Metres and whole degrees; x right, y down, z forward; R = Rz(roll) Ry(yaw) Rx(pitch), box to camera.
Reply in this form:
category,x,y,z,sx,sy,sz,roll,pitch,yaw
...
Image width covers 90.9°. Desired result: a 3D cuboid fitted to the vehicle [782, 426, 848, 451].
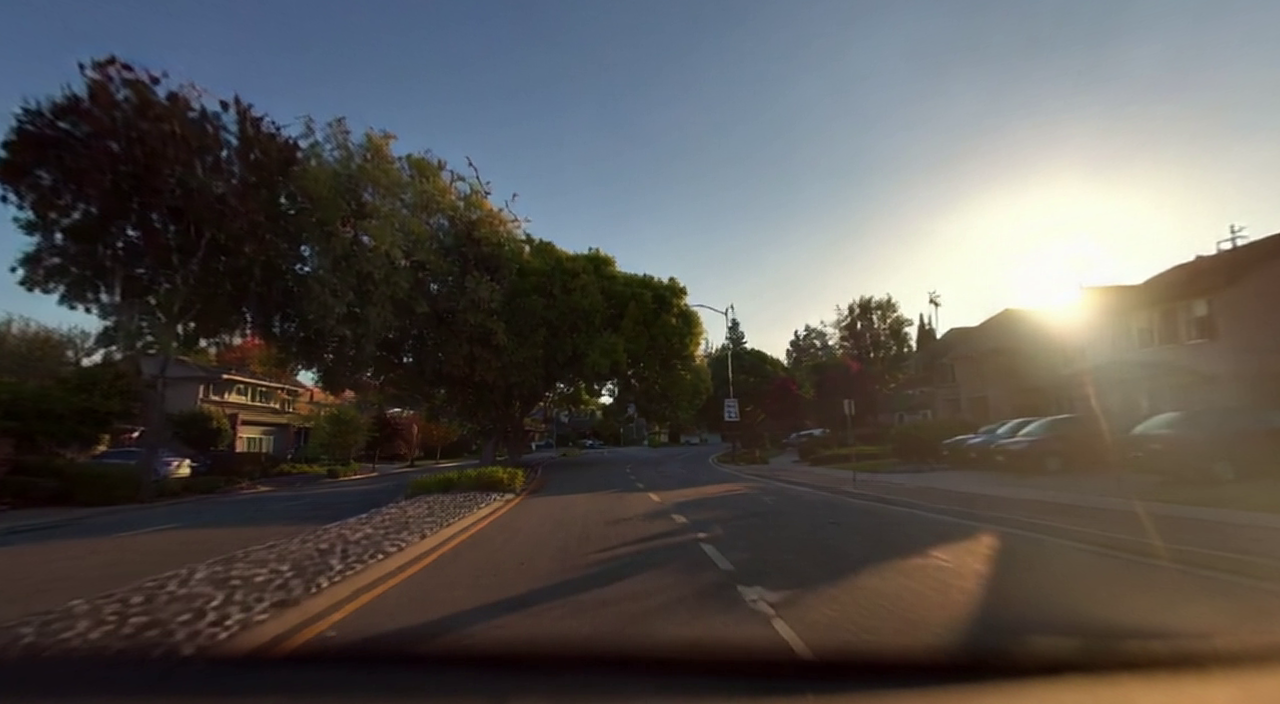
category,x,y,z,sx,sy,sz,roll,pitch,yaw
vehicle,13.416,6.675,48.524,4.766,1.789,1.939,-2,-9,12

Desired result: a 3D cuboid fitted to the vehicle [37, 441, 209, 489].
category,x,y,z,sx,sy,sz,roll,pitch,yaw
vehicle,-21.163,4.622,26.068,4.879,1.854,2.265,1,-9,-8

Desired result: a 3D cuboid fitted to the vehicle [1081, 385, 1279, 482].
category,x,y,z,sx,sy,sz,roll,pitch,yaw
vehicle,14.200,1.867,14.612,5.793,2.017,2.535,-4,-9,13
